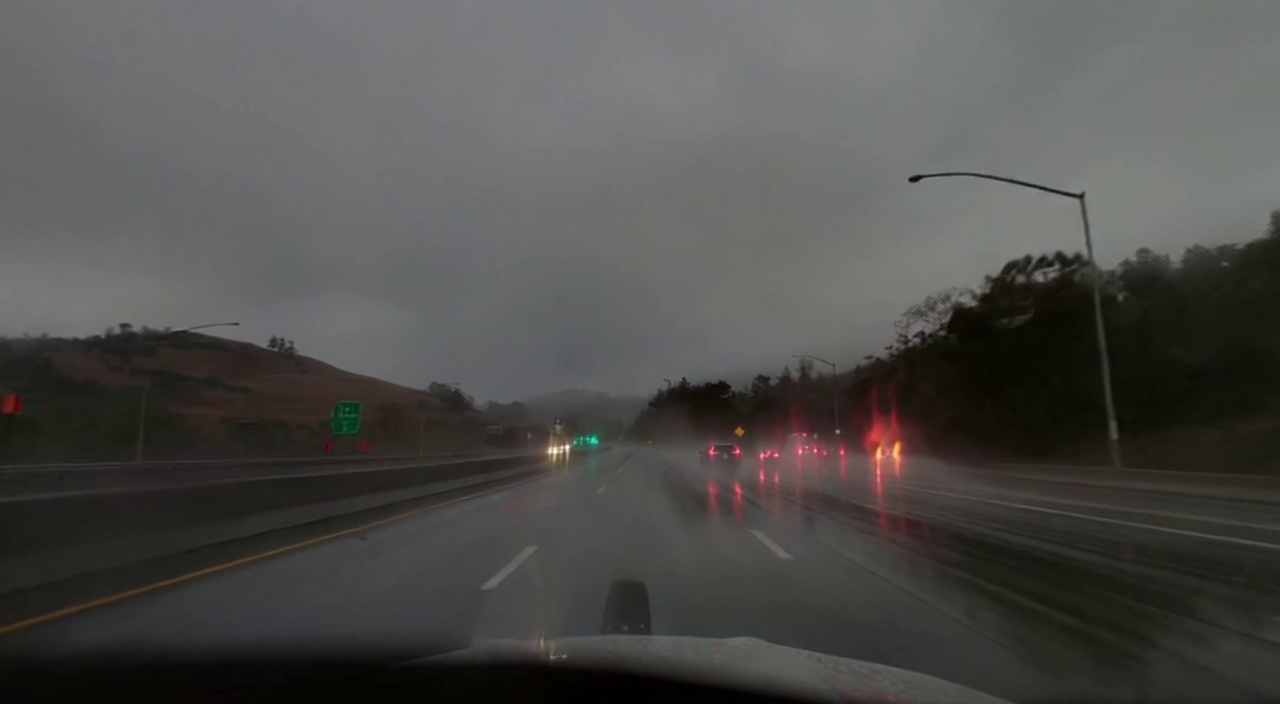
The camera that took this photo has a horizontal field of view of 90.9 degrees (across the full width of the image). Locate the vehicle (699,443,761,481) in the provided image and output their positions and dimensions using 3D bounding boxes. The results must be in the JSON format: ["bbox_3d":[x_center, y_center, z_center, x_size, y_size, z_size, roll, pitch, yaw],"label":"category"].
[{"bbox_3d":[3.733,4.624,26.975,1.916,1.469,4.481,0,-8,-1],"label":"vehicle"}]
